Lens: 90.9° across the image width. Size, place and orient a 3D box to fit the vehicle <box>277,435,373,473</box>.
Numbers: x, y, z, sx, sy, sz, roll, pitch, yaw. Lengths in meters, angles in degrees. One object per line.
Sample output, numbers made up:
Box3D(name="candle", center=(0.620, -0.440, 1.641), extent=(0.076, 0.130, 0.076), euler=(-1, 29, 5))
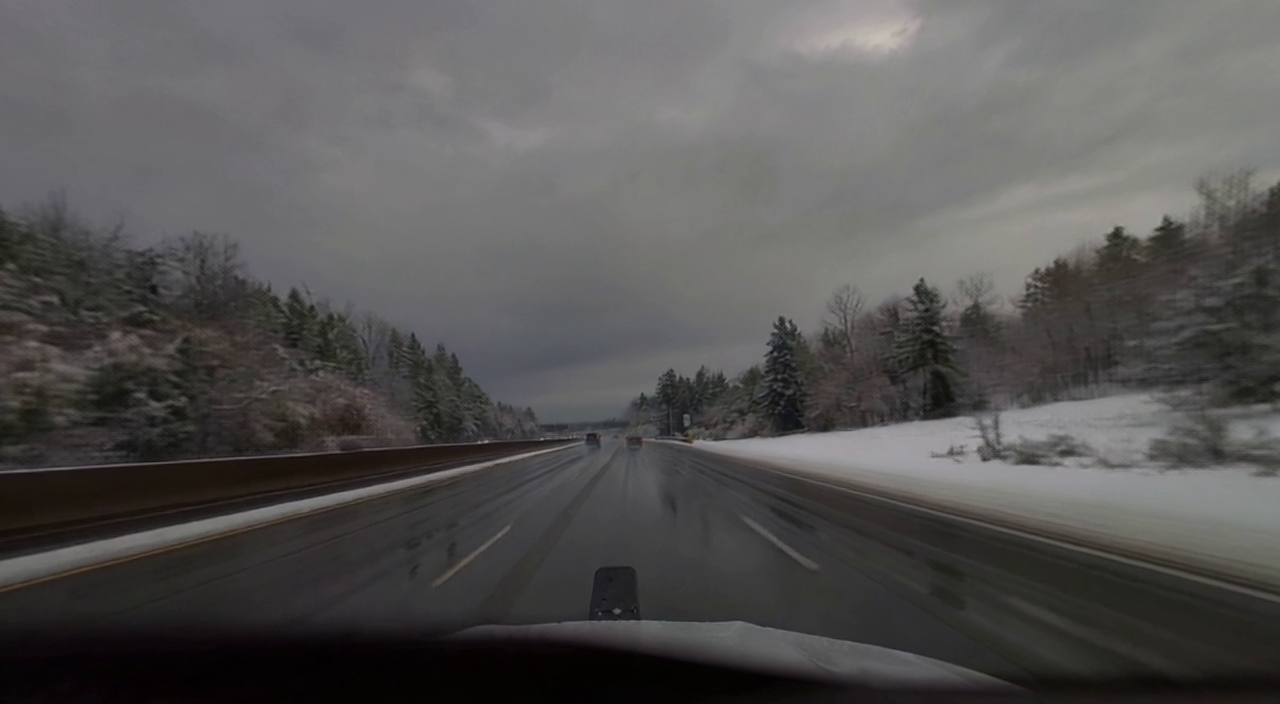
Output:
Box3D(name="vehicle", center=(-13.152, 4.265, 26.634), extent=(1.816, 1.451, 4.338), euler=(0, -8, 0))
